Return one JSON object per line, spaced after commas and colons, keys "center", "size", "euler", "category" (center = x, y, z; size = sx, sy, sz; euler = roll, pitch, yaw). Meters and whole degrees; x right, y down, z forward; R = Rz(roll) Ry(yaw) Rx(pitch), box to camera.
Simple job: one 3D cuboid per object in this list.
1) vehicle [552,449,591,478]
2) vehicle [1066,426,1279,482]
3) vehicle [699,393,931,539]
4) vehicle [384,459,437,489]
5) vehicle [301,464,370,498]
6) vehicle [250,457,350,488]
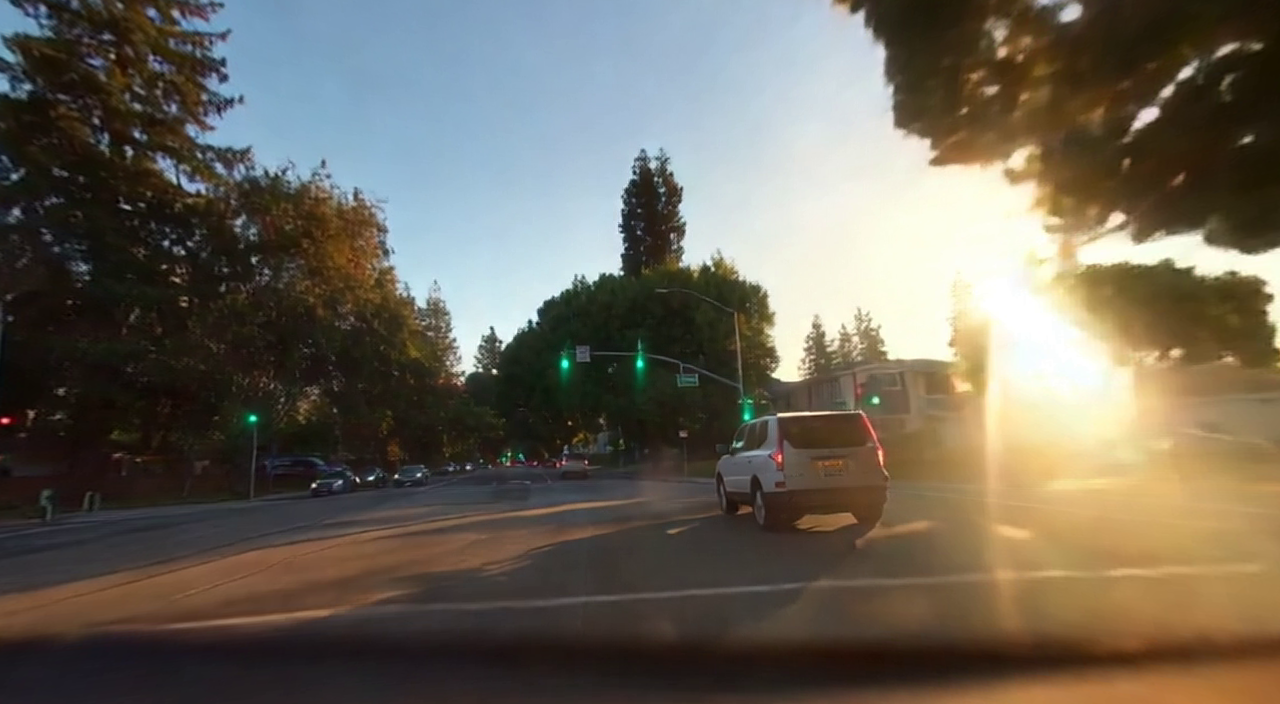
{"center": [-4.547, 7.278, 41.337], "size": [2.138, 1.729, 4.178], "euler": [1, -8, -11], "category": "vehicle"}
{"center": [15.137, 2.911, 18.075], "size": [4.413, 1.449, 1.963], "euler": [0, -8, -3], "category": "vehicle"}
{"center": [2.803, 2.036, 11.932], "size": [2.338, 2.063, 5.592], "euler": [0, -8, -5], "category": "vehicle"}
{"center": [-13.584, 7.220, 37.597], "size": [2.035, 1.475, 4.639], "euler": [0, -8, -8], "category": "vehicle"}
{"center": [-16.552, 7.005, 34.516], "size": [1.955, 1.509, 4.640], "euler": [-3, -9, -6], "category": "vehicle"}
{"center": [-24.023, 8.550, 44.819], "size": [5.734, 1.950, 2.287], "euler": [1, -8, -10], "category": "vehicle"}
